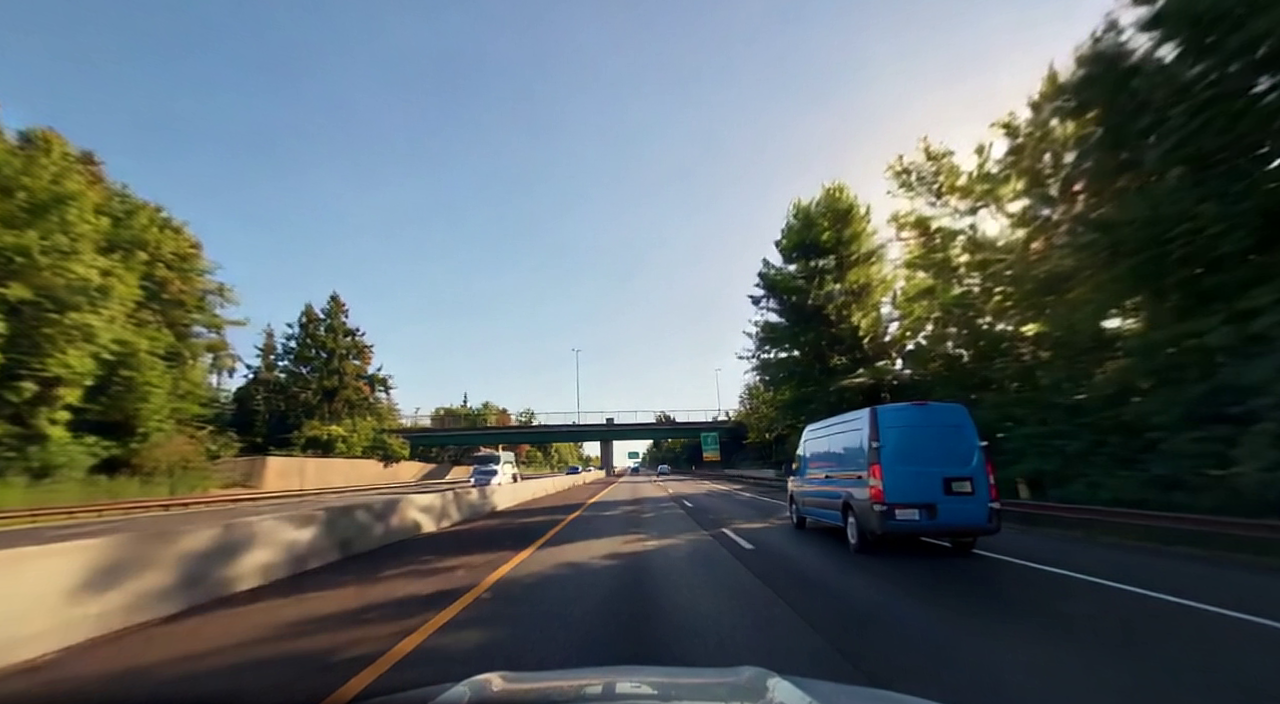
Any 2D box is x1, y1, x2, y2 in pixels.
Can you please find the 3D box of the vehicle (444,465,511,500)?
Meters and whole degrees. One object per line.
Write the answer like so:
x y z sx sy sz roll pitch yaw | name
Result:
-7.571 6.135 29.747 1.907 1.494 4.554 1 -10 0 | vehicle

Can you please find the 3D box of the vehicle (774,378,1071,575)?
4.502 2.270 11.861 2.372 2.581 6.763 1 -10 -1 | vehicle

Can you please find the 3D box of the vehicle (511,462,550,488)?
-7.745 8.767 44.936 1.933 1.723 4.614 1 -10 0 | vehicle
